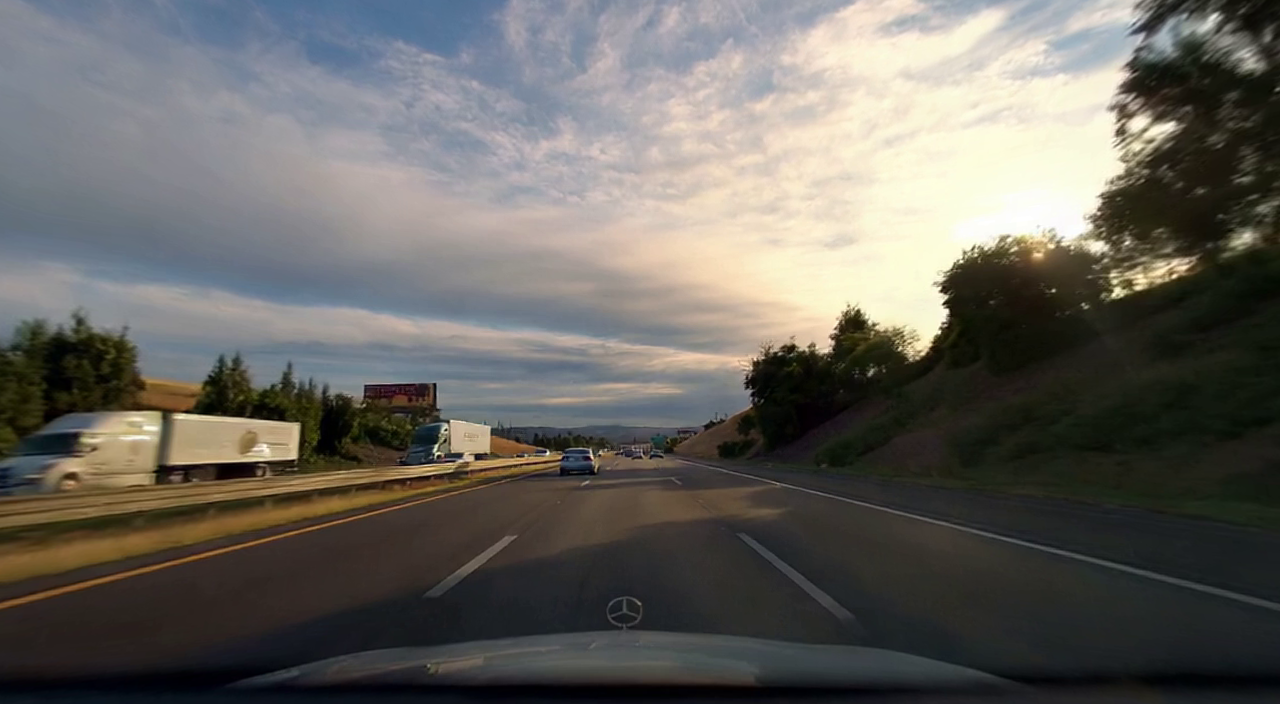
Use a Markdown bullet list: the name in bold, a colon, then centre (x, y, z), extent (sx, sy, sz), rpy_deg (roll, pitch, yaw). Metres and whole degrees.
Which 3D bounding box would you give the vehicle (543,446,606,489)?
- **vehicle**: centre (-2.441, 4.429, 24.513), extent (1.916, 1.494, 4.335), rpy_deg (0, -9, 1)

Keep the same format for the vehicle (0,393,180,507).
- **vehicle**: centre (-22.745, 3.943, 25.477), extent (3.087, 3.948, 6.786), rpy_deg (0, -9, -2)
